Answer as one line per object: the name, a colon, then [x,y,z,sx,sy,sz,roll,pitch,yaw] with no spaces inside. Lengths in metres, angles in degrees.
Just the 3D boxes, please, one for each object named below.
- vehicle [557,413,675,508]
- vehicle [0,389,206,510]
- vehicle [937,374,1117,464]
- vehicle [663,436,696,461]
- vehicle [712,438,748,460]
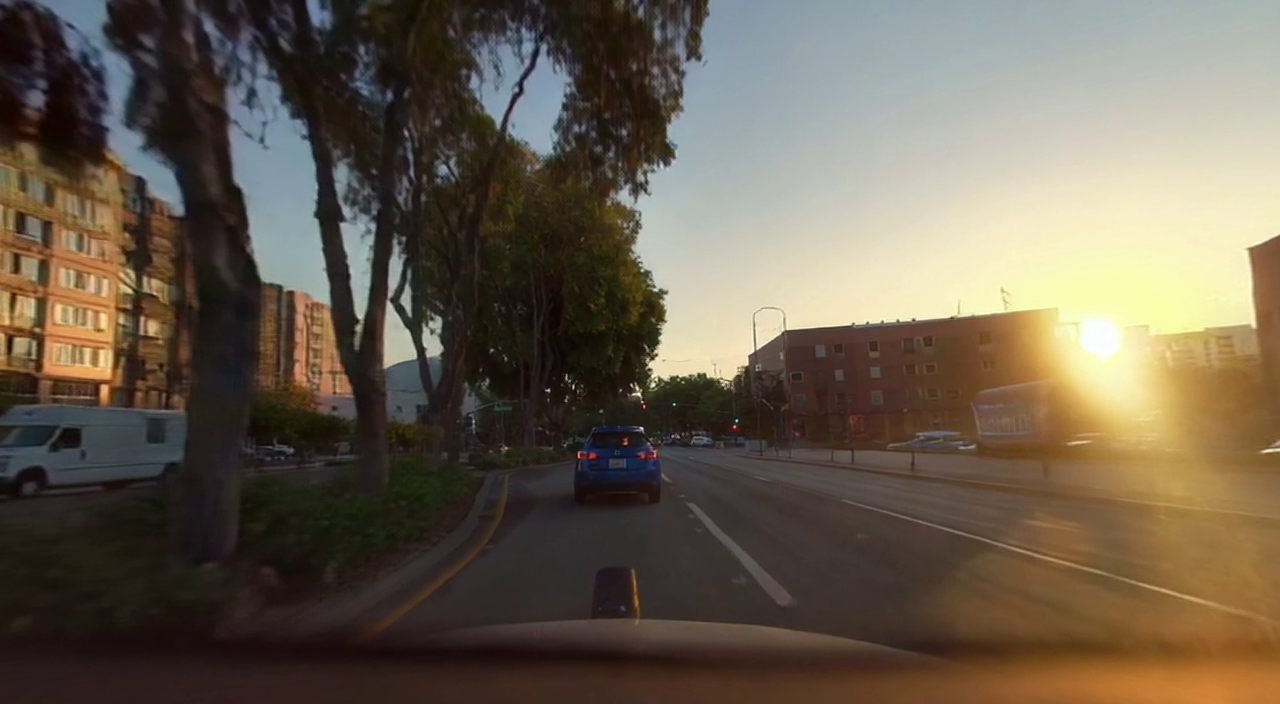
vehicle: [-0.509,2.403,14.332,2.277,1.816,4.192,0,-8,-1]
vehicle: [-19.076,3.311,21.707,2.811,3.399,7.898,0,-9,-2]
vehicle: [18.302,3.458,30.956,3.269,3.755,8.862,0,-9,2]
vehicle: [2.648,6.641,43.603,1.929,1.590,4.287,0,-8,-1]
vehicle: [6.224,6.790,44.086,1.777,1.443,3.942,0,-8,-2]
